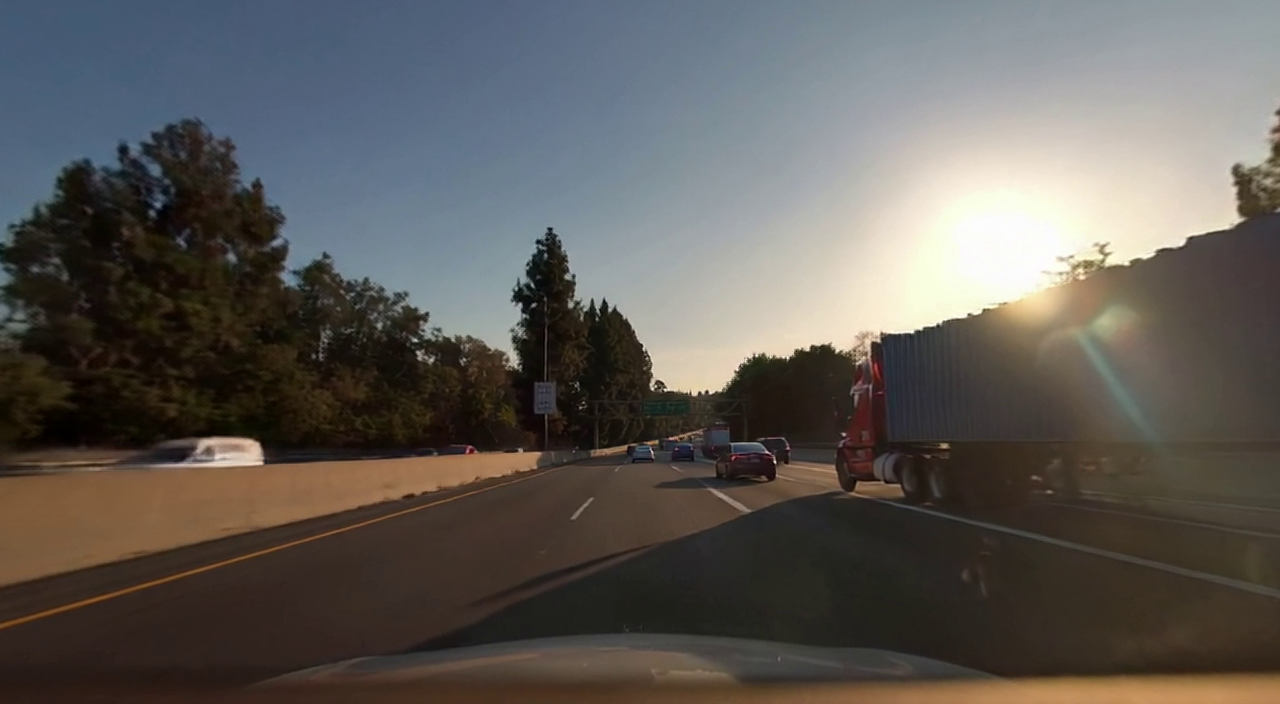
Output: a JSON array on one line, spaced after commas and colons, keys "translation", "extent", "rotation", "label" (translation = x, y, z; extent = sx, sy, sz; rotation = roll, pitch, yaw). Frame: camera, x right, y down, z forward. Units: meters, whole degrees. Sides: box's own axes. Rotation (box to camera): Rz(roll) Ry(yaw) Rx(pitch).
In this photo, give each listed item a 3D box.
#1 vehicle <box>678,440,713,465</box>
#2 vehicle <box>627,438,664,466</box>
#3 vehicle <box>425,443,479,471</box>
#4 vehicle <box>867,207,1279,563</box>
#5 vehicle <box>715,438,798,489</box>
[{"translation": [3.906, 7.113, 44.641], "extent": [2.084, 1.668, 4.511], "rotation": [0, -8, 0], "label": "vehicle"}, {"translation": [0.391, 6.529, 41.088], "extent": [2.313, 1.736, 4.215], "rotation": [0, -8, 1], "label": "vehicle"}, {"translation": [-13.193, 7.372, 44.409], "extent": [2.200, 1.857, 4.748], "rotation": [0, -8, 1], "label": "vehicle"}, {"translation": [7.335, 0.964, 11.587], "extent": [2.752, 3.975, 9.319], "rotation": [0, -8, 0], "label": "vehicle"}, {"translation": [3.773, 3.674, 21.129], "extent": [1.888, 1.501, 4.608], "rotation": [0, -8, 0], "label": "vehicle"}]
